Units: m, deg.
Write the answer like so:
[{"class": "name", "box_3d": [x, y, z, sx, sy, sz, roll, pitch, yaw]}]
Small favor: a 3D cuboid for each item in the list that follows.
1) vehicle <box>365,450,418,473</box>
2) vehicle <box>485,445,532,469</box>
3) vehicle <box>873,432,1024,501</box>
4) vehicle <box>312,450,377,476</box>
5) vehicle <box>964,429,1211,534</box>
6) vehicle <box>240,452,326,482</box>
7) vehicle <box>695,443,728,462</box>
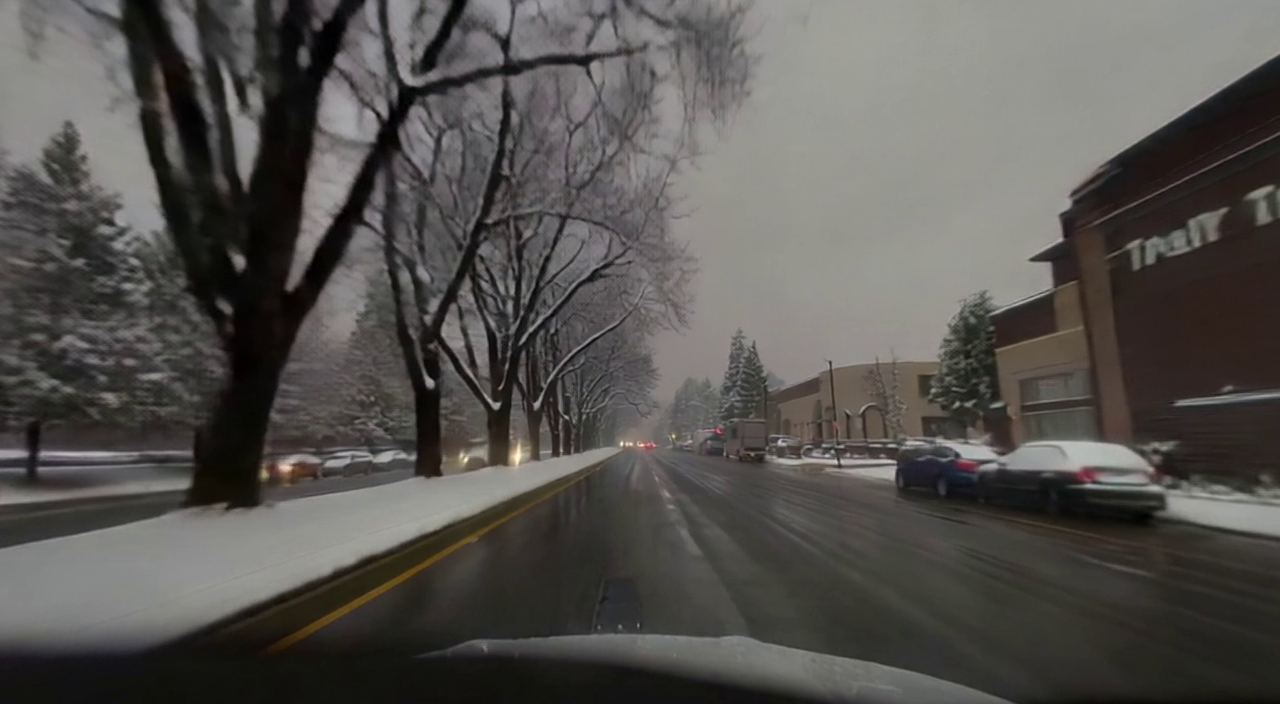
[{"class": "vehicle", "box_3d": [-18.469, 8.166, 47.205, 1.803, 1.476, 4.590, -2, -7, 5]}, {"class": "vehicle", "box_3d": [-8.364, 6.698, 40.619, 1.926, 1.447, 4.547, 0, -8, 2]}, {"class": "vehicle", "box_3d": [9.437, 3.533, 19.906, 2.303, 1.761, 4.689, 4, -9, -2]}, {"class": "vehicle", "box_3d": [-19.101, 7.177, 41.120, 1.787, 1.482, 4.645, -1, -8, 3]}, {"class": "vehicle", "box_3d": [9.311, 2.695, 13.803, 1.994, 1.738, 4.622, 5, -9, -1]}, {"class": "vehicle", "box_3d": [-19.253, 6.197, 34.373, 1.890, 1.468, 4.727, 0, -8, 1]}, {"class": "vehicle", "box_3d": [5.550, 7.805, 49.301, 1.972, 1.417, 4.239, 0, -8, -1]}]
